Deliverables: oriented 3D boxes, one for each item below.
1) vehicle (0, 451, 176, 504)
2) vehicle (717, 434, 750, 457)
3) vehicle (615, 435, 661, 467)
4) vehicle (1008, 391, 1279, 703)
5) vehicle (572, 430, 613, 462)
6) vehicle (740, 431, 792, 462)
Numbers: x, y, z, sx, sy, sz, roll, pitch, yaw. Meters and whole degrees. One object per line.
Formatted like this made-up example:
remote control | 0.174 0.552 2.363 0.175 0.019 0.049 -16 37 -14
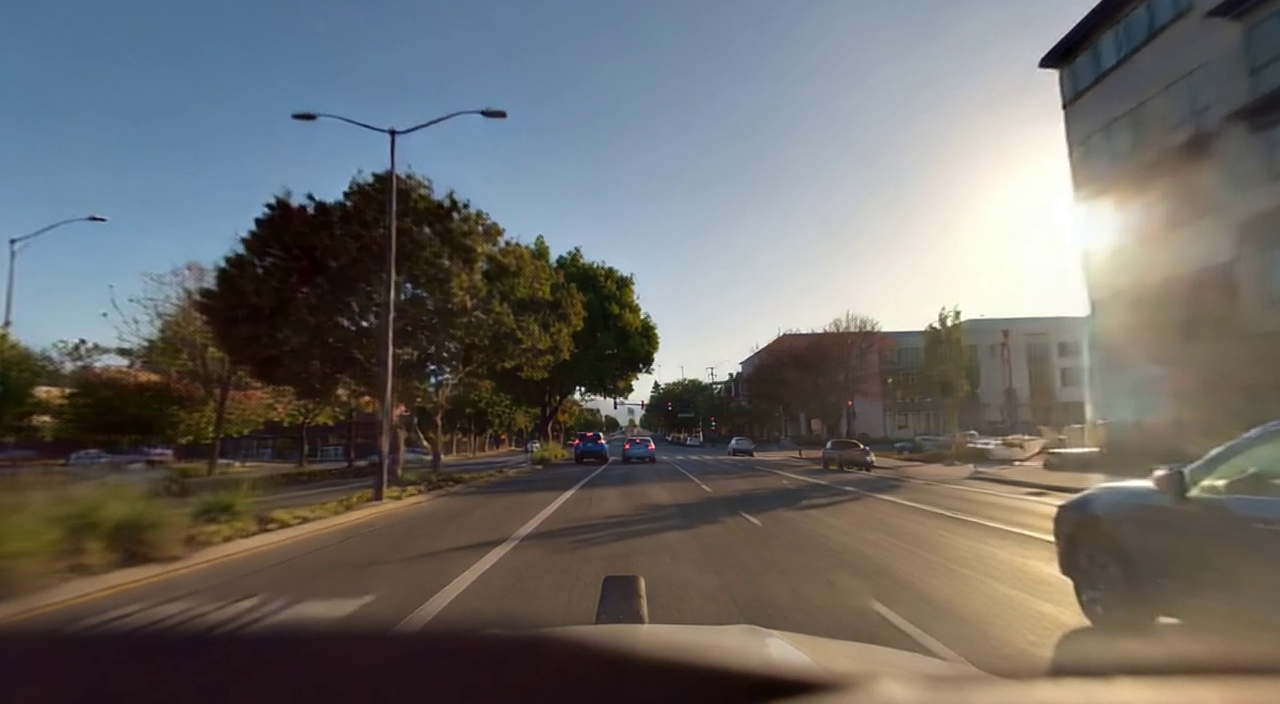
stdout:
vehicle | -18.069 4.060 20.901 1.865 1.460 4.693 0 -8 -1
vehicle | 7.212 7.303 49.144 1.894 1.693 4.110 0 -8 -1
vehicle | -0.092 4.884 31.271 2.097 1.480 4.006 0 -8 0
vehicle | 3.742 0.875 2.504 1.861 1.473 4.393 0 -8 -1
vehicle | -2.791 5.740 38.499 2.064 1.825 4.760 0 -8 1
vehicle | 7.375 5.599 37.444 2.068 1.731 4.752 0 -8 -1
